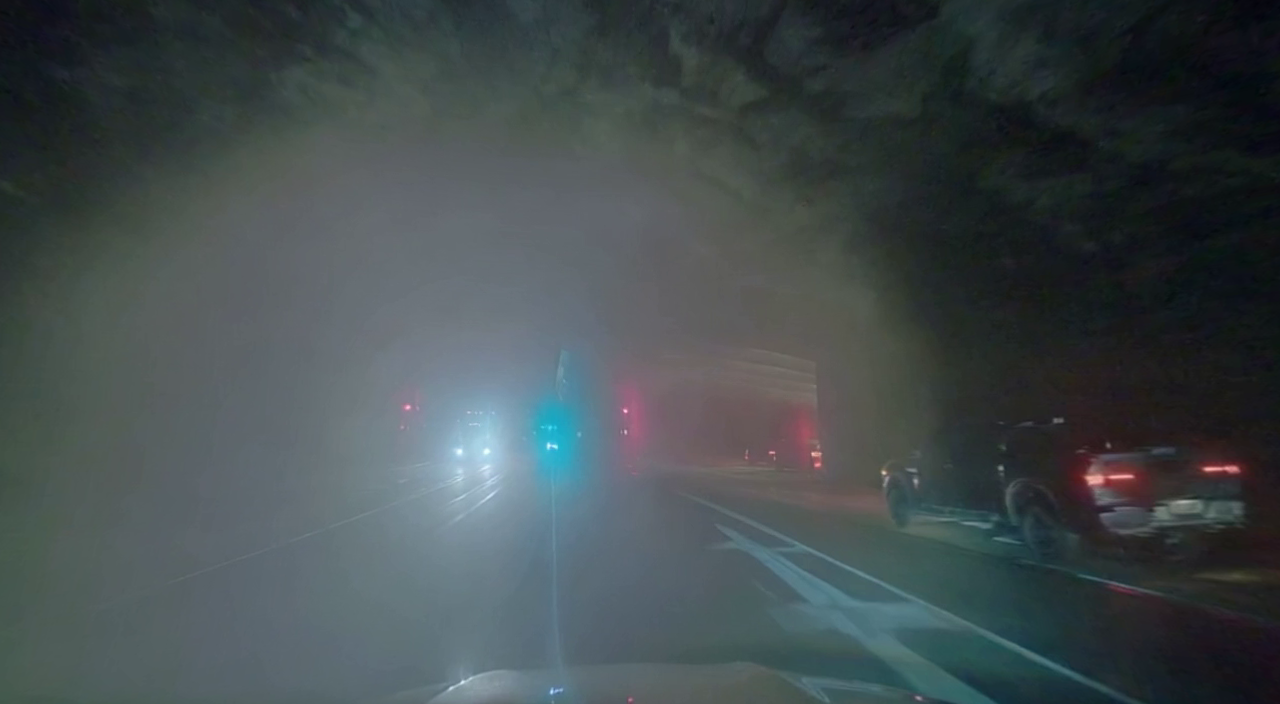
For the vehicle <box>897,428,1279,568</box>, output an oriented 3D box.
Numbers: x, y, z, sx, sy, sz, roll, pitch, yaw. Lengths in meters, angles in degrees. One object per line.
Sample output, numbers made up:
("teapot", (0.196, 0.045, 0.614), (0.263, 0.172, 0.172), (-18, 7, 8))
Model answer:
("vehicle", (6.097, 1.961, 9.424), (2.012, 1.521, 4.663), (1, -8, -8))
